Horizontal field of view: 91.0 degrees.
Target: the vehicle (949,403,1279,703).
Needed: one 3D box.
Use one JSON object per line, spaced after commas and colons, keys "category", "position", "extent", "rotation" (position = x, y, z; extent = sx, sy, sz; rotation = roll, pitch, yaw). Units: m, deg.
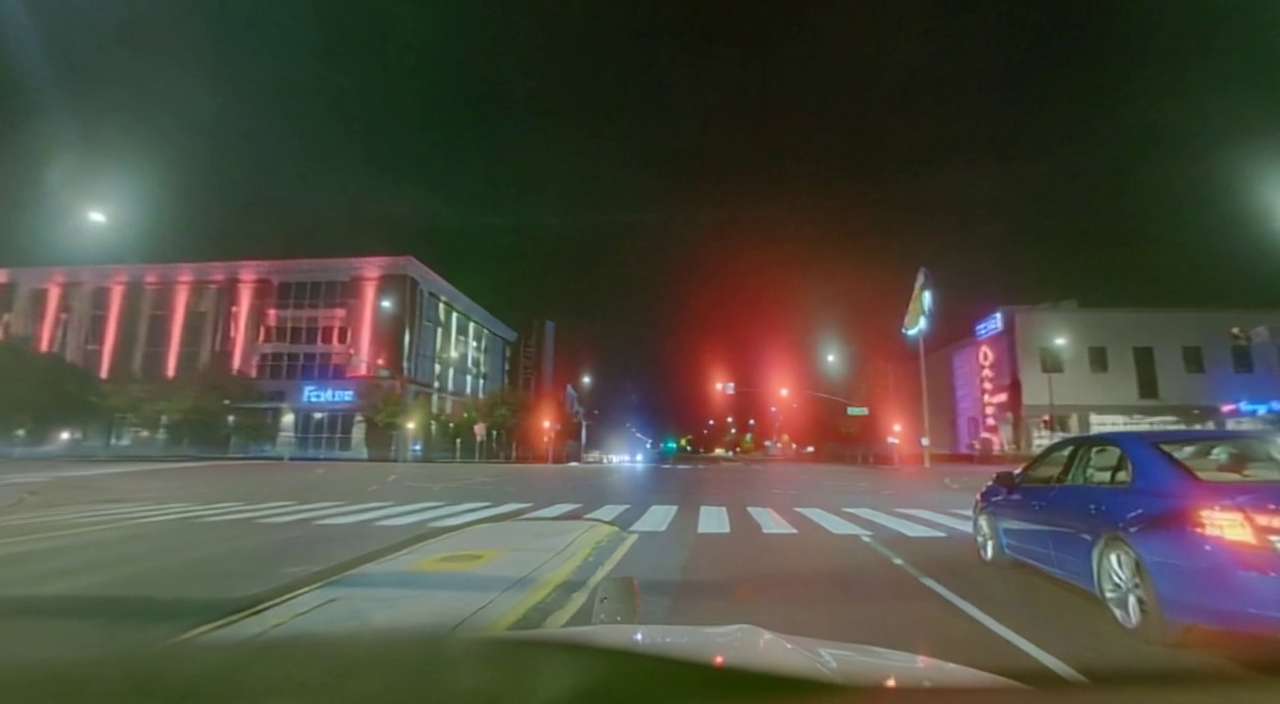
{"category": "vehicle", "position": [4.460, 1.376, 5.307], "extent": [2.067, 1.625, 4.073], "rotation": [-1, -9, 8]}
